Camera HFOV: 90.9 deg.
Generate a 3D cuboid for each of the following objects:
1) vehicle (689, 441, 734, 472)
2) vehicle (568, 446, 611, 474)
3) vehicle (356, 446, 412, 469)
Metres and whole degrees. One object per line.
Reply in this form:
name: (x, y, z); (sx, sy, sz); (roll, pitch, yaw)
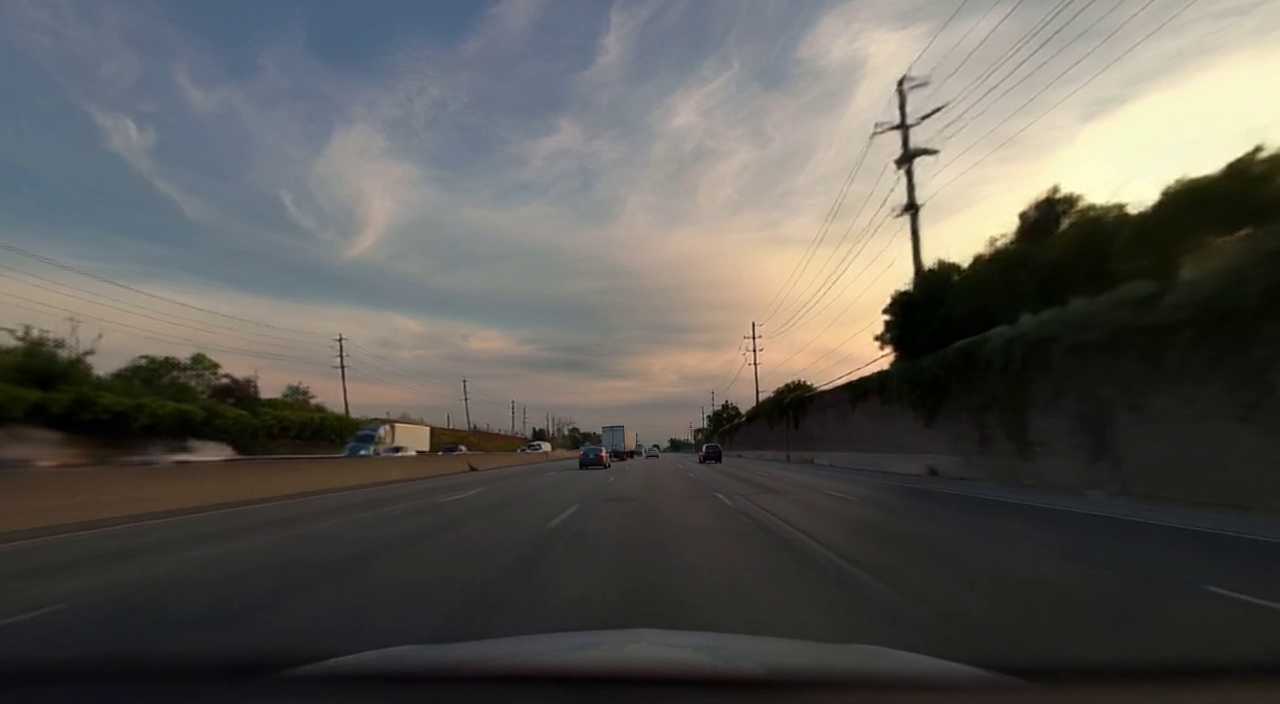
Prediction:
vehicle: (4.427, 6.542, 39.627); (2.214, 1.799, 4.627); (0, -9, -1)
vehicle: (-2.777, 6.062, 35.513); (2.004, 1.498, 4.043); (0, -9, 1)
vehicle: (-18.105, 7.476, 44.849); (1.944, 1.513, 4.559); (0, -9, 2)
